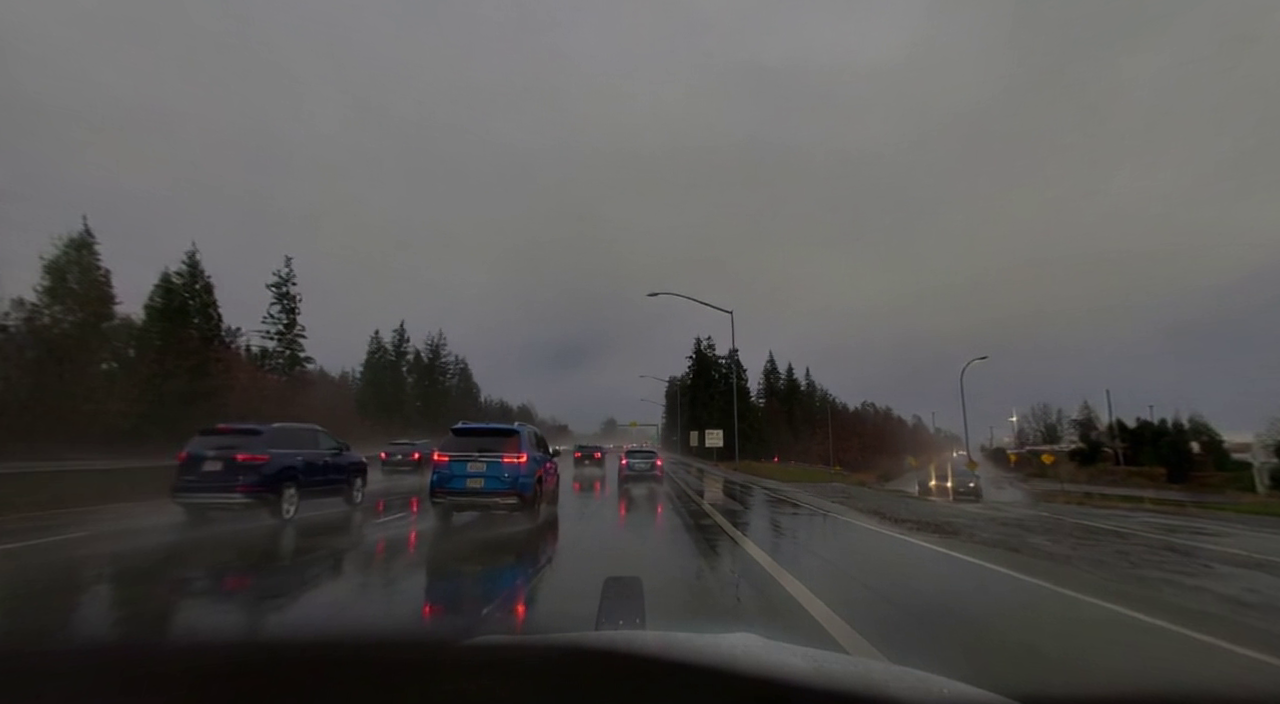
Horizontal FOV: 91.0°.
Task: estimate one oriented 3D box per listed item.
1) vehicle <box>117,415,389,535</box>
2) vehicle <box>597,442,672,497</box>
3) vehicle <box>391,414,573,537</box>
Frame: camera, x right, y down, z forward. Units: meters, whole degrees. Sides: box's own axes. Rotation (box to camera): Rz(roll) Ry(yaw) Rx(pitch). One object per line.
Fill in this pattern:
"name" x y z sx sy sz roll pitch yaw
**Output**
"vehicle" -6.909 2.249 12.067 2.162 1.823 4.566 0 -9 2
"vehicle" -0.170 3.569 19.483 2.068 1.488 4.045 0 -9 0
"vehicle" -2.556 2.144 11.421 2.123 1.798 4.108 0 -9 1
